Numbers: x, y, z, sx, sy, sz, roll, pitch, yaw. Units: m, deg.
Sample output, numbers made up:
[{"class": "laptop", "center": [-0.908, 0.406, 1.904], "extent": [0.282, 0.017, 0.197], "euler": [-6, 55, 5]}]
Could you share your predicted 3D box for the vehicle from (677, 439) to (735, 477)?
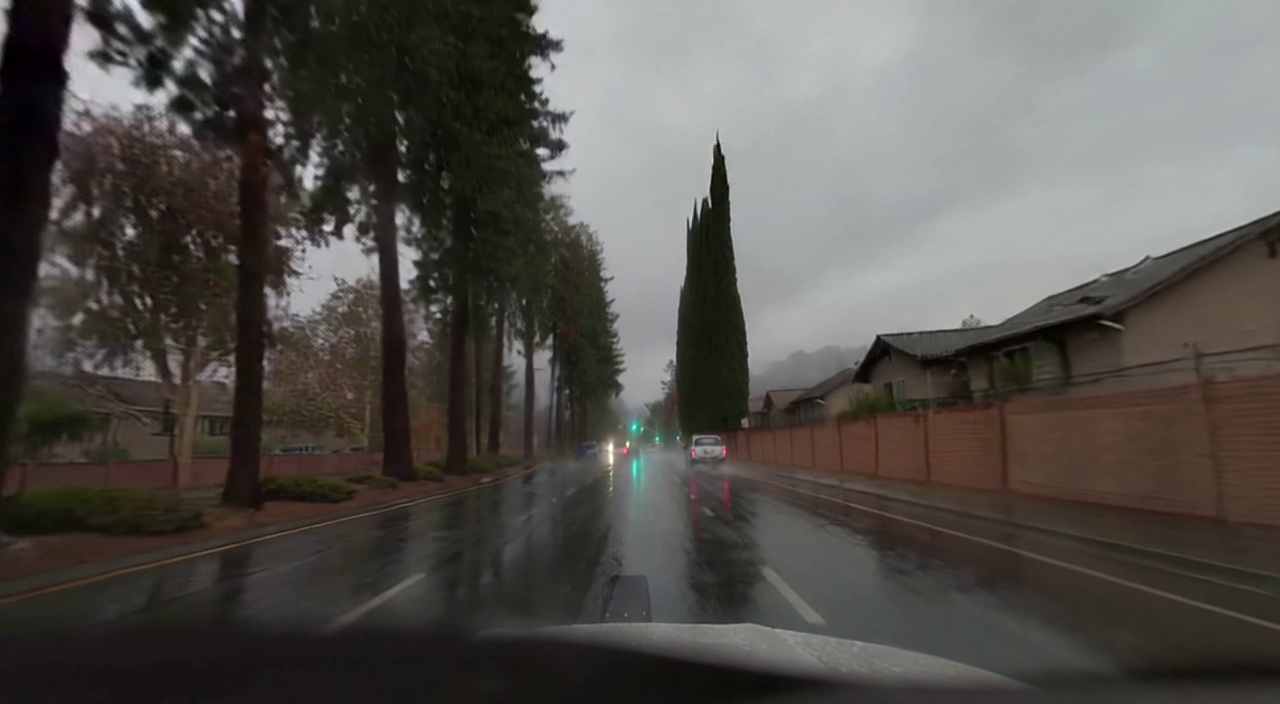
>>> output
[{"class": "vehicle", "center": [3.117, 5.143, 30.898], "extent": [2.321, 1.695, 5.037], "euler": [0, -8, 1]}]
